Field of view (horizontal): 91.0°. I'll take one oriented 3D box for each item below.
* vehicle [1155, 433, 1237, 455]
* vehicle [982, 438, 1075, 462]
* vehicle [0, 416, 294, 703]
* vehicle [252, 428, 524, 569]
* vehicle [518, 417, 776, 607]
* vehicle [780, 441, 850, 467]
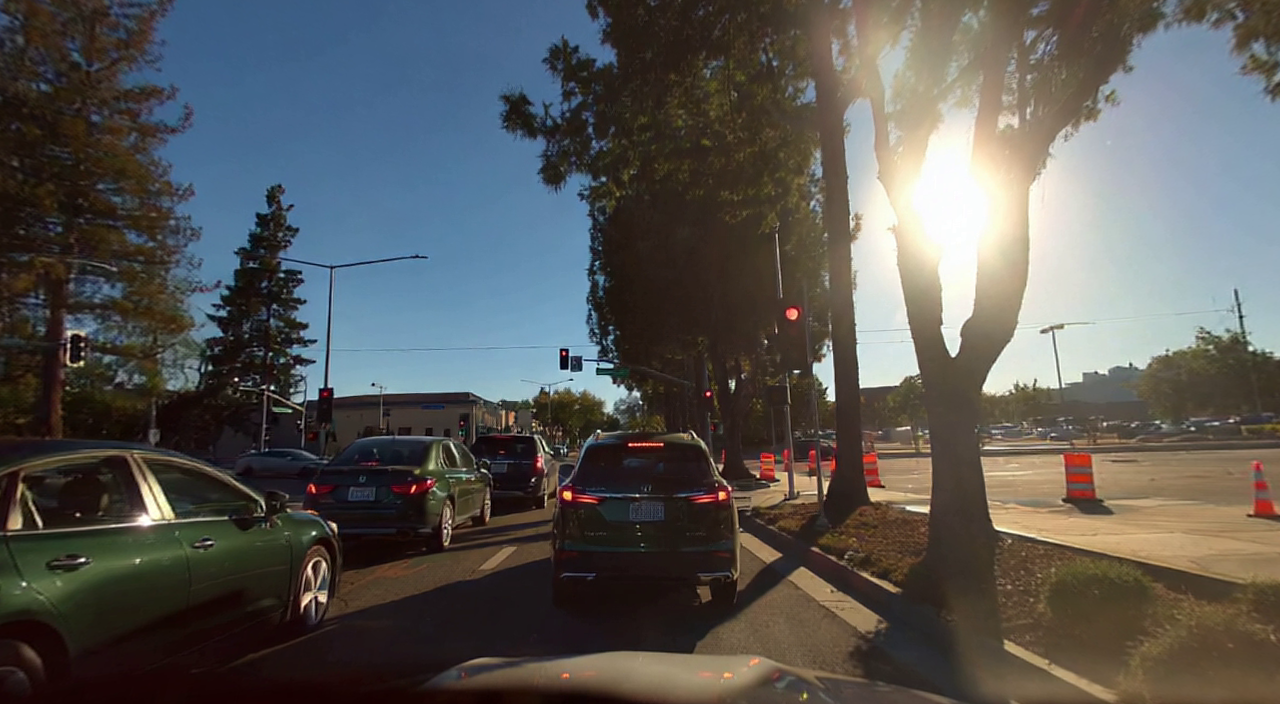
[{"bbox_3d":[44.087,7.288,49.947,4.672,1.676,1.867,0,-9,0],"label":"vehicle"},{"bbox_3d":[25.229,6.380,41.004,4.807,1.504,1.837,0,-9,2],"label":"vehicle"},{"bbox_3d":[-3.599,0.948,2.164,2.064,1.497,4.722,0,-9,1],"label":"vehicle"},{"bbox_3d":[-3.275,2.001,9.446,1.989,1.541,4.626,0,-9,2],"label":"vehicle"},{"bbox_3d":[0.102,1.625,7.213,2.167,1.560,3.676,0,-9,1],"label":"vehicle"},{"bbox_3d":[11.289,6.609,40.811,4.051,1.583,1.794,0,-9,1],"label":"vehicle"}]
